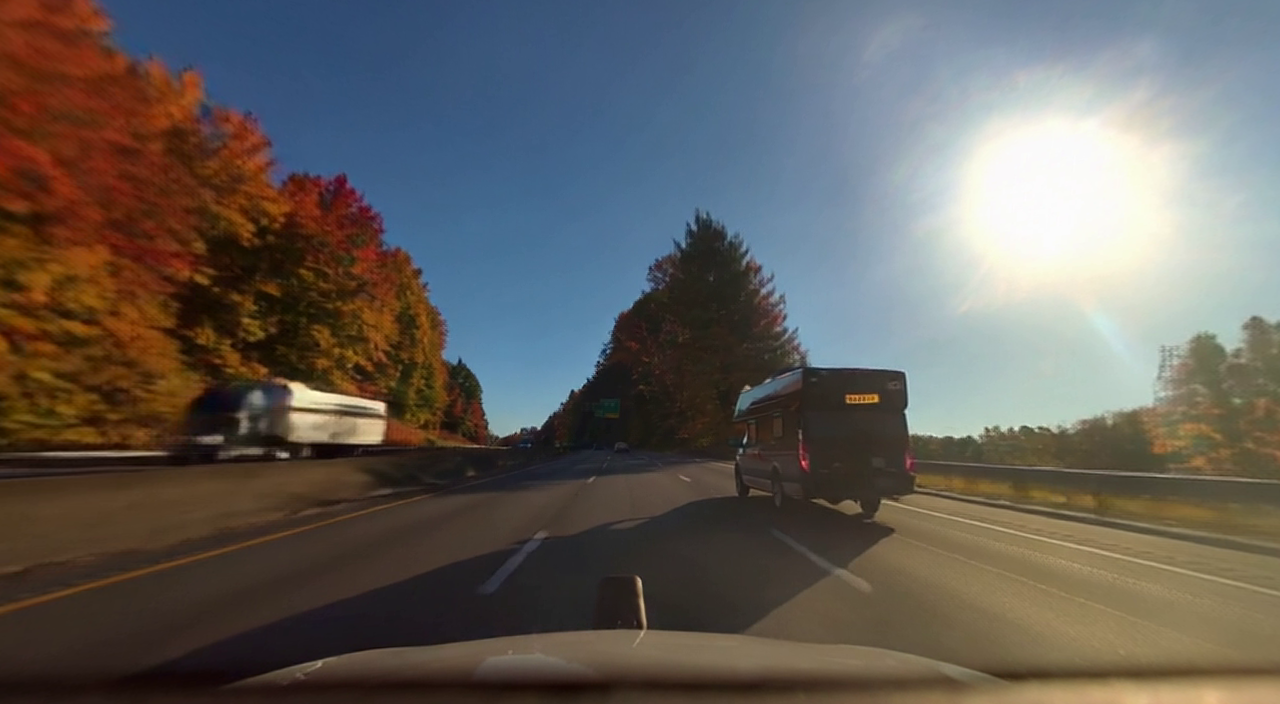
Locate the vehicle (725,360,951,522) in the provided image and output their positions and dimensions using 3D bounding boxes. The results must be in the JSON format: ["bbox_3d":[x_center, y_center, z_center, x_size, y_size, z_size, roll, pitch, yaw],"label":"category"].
[{"bbox_3d":[4.020,2.049,14.820,2.815,2.876,7.101,0,-8,-1],"label":"vehicle"}]

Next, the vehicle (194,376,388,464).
[{"bbox_3d":[-18.833,4.052,35.939,3.191,4.003,14.214,0,-8,-1],"label":"vehicle"}]
